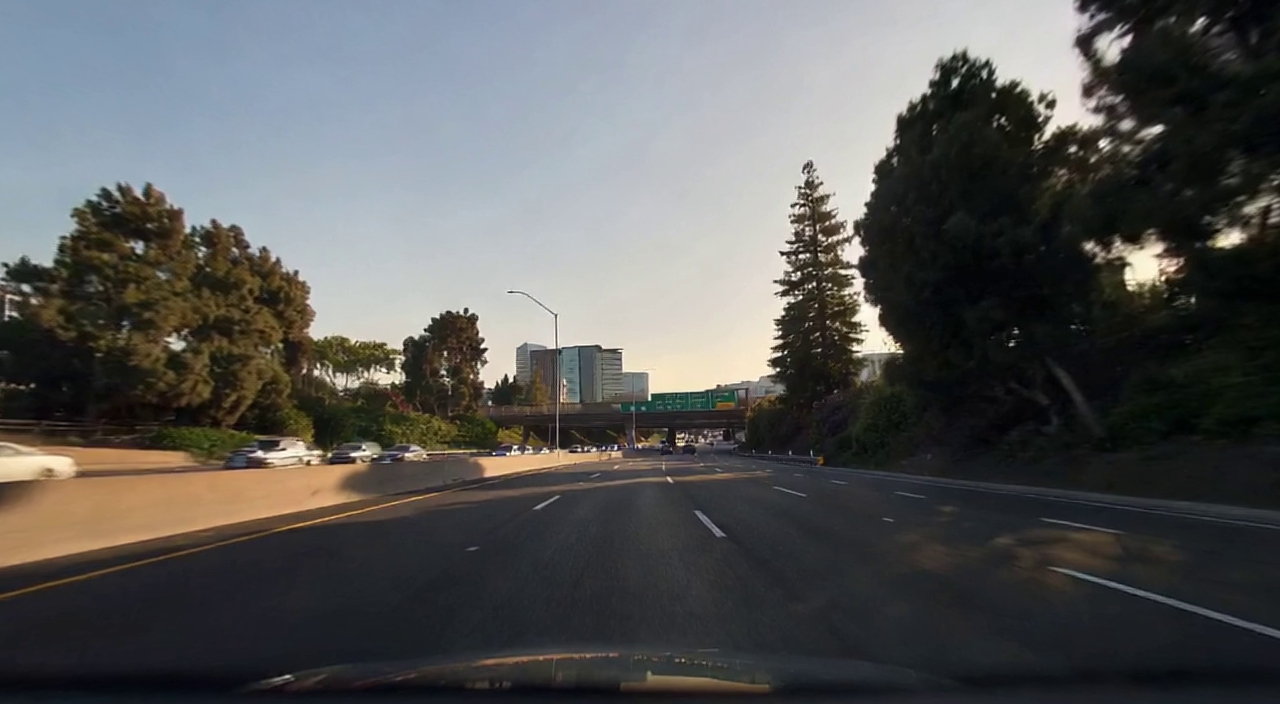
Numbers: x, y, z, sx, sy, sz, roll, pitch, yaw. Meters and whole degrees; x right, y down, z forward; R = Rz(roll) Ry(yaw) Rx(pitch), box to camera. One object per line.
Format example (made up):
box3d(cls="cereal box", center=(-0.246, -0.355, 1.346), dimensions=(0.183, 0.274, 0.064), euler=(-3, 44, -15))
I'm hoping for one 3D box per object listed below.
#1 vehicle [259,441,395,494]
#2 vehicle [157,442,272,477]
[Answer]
box3d(cls="vehicle", center=(-9.574, 3.550, 19.820), dimensions=(1.972, 1.469, 4.466), euler=(0, -8, 0))
box3d(cls="vehicle", center=(-19.342, 4.888, 29.026), dimensions=(1.944, 1.464, 4.772), euler=(0, -8, 0))
